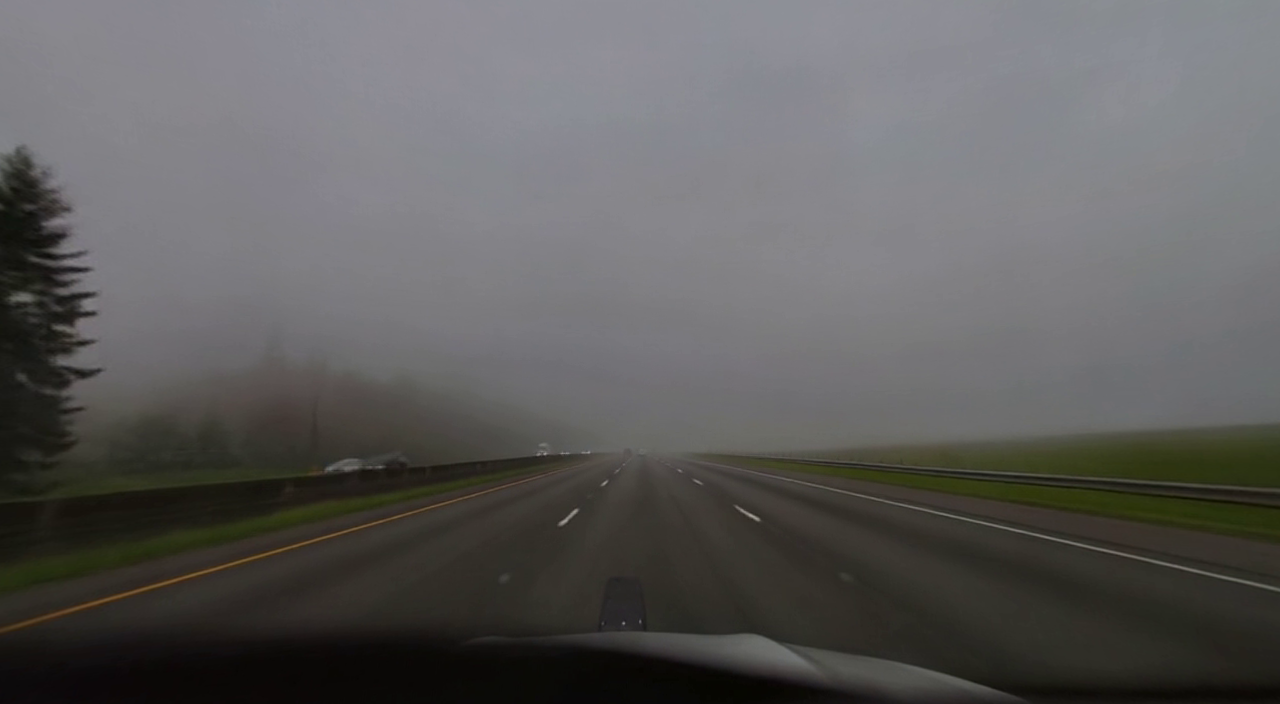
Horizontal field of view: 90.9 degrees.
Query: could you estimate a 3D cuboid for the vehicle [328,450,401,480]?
[{"bbox_3d":[-15.068,6.183,34.753,1.910,1.495,4.456,0,-9,1],"label":"vehicle"}]
